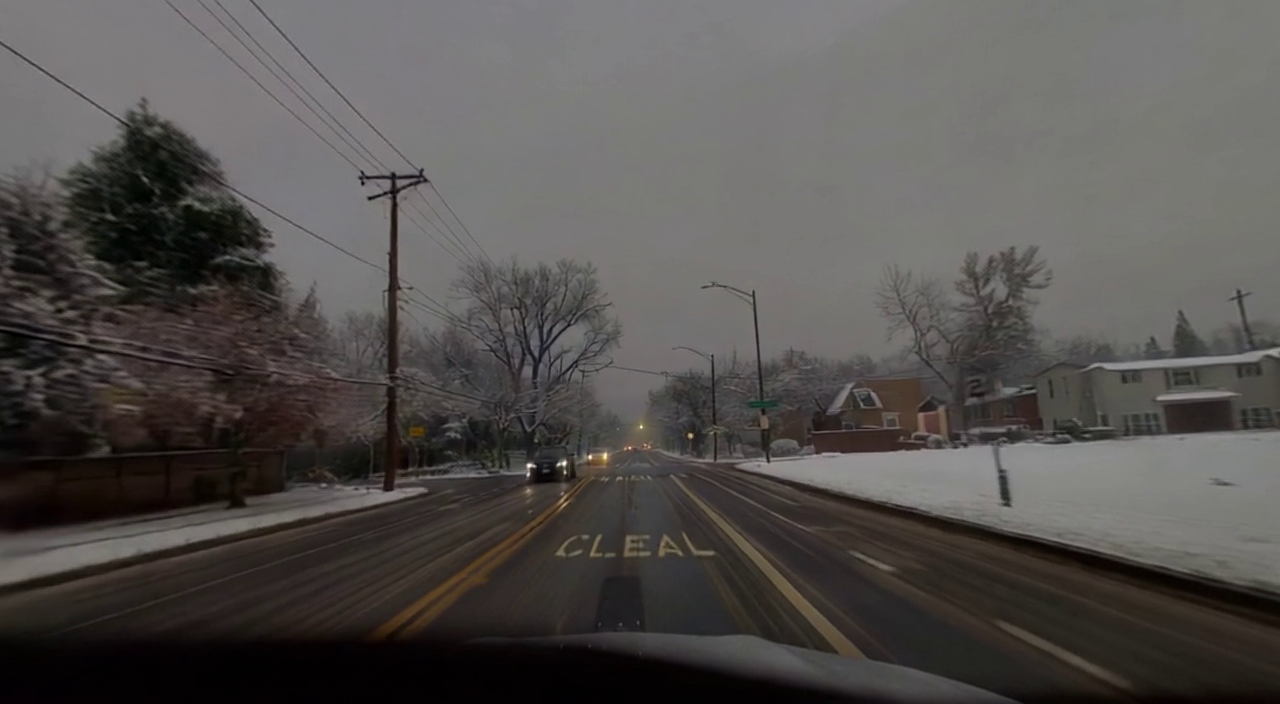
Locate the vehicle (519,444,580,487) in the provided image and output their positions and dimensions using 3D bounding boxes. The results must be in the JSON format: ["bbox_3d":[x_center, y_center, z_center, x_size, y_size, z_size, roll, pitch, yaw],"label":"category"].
[{"bbox_3d":[-3.687,4.706,26.512,1.974,1.604,4.156,-1,-9,0],"label":"vehicle"}]
